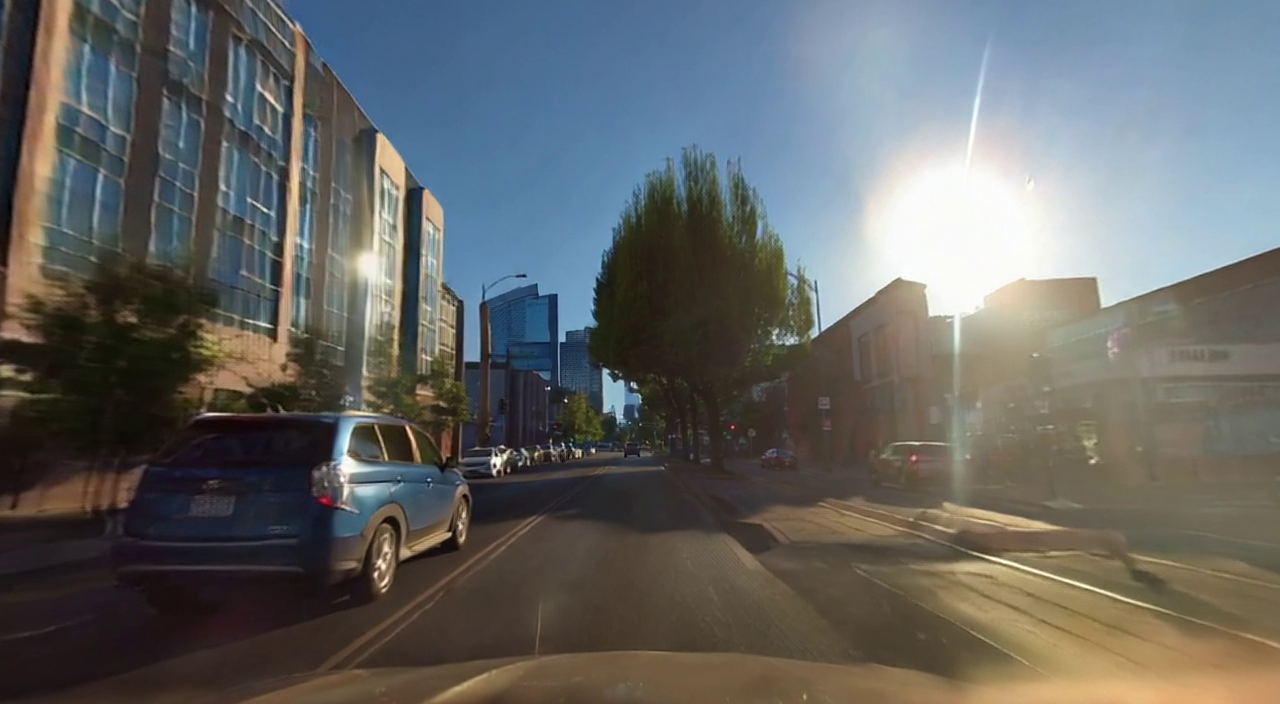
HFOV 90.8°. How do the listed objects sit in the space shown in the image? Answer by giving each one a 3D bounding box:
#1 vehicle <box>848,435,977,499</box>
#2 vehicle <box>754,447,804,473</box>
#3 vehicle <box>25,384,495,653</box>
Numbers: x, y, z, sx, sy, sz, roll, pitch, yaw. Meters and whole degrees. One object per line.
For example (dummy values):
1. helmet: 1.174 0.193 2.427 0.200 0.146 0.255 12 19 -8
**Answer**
1. vehicle: 9.253 3.925 22.130 2.129 1.929 5.537 0 -8 1
2. vehicle: 8.722 6.772 39.984 1.954 1.478 4.625 0 -8 -2
3. vehicle: -3.010 1.404 6.411 2.002 1.756 4.366 0 -8 1
